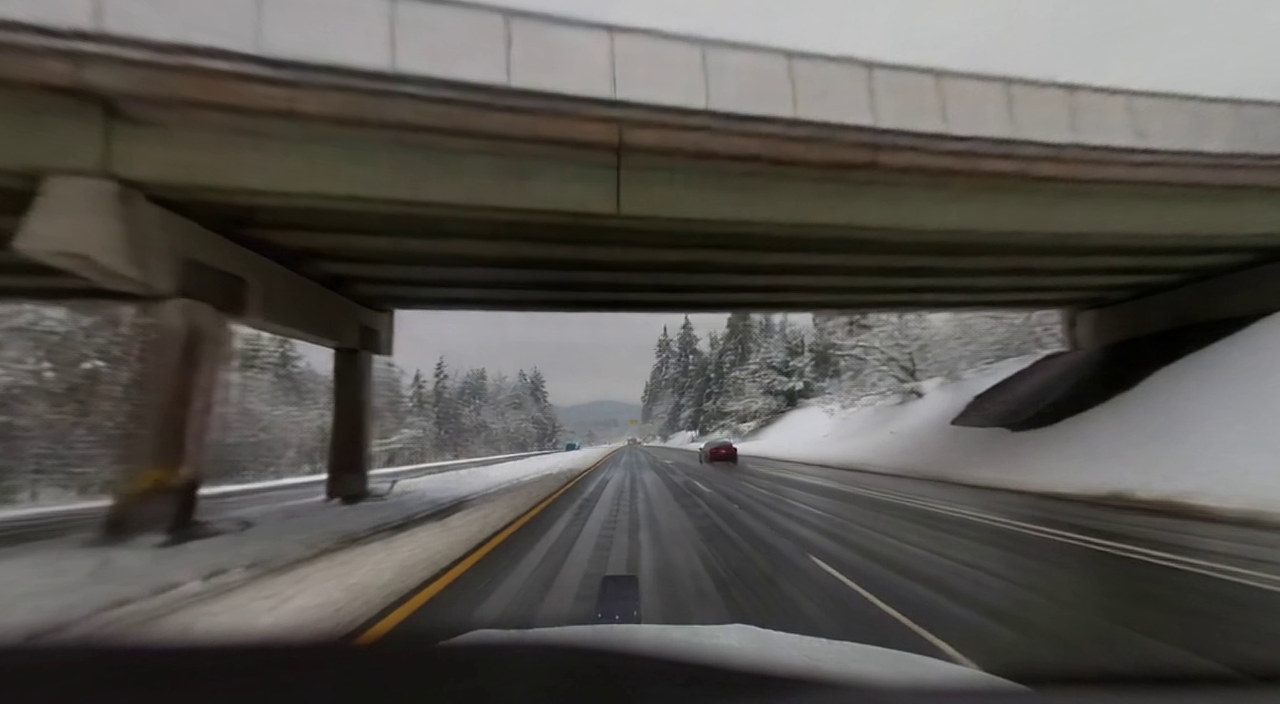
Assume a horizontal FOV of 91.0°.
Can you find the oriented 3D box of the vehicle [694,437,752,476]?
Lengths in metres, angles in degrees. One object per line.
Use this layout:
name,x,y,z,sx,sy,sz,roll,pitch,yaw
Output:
vehicle,3.322,4.250,25.879,1.781,1.470,3.540,0,-8,-2
